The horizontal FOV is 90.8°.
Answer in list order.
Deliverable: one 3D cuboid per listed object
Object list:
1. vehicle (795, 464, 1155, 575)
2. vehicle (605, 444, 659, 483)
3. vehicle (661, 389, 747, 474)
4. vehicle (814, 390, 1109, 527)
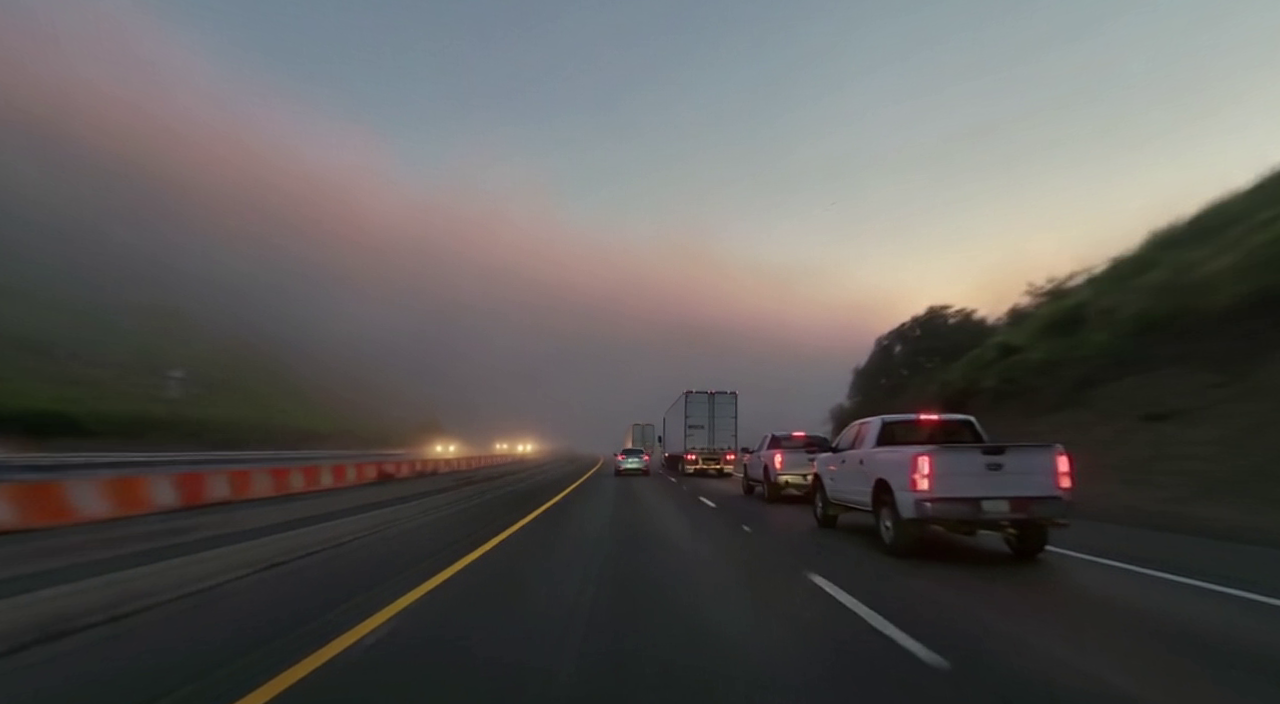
[{"bbox_3d":[3.987,2.141,8.972,2.129,0.956,5.390,0,-9,-1],"label":"vehicle"},{"bbox_3d":[-0.363,4.531,25.875,2.029,1.437,3.794,0,-9,-2],"label":"vehicle"},{"bbox_3d":[3.310,4.968,37.851,2.911,4.099,14.578,0,-9,-3],"label":"vehicle"},{"bbox_3d":[4.050,1.481,8.964,1.873,1.465,4.264,0,-9,-1],"label":"vehicle"}]
